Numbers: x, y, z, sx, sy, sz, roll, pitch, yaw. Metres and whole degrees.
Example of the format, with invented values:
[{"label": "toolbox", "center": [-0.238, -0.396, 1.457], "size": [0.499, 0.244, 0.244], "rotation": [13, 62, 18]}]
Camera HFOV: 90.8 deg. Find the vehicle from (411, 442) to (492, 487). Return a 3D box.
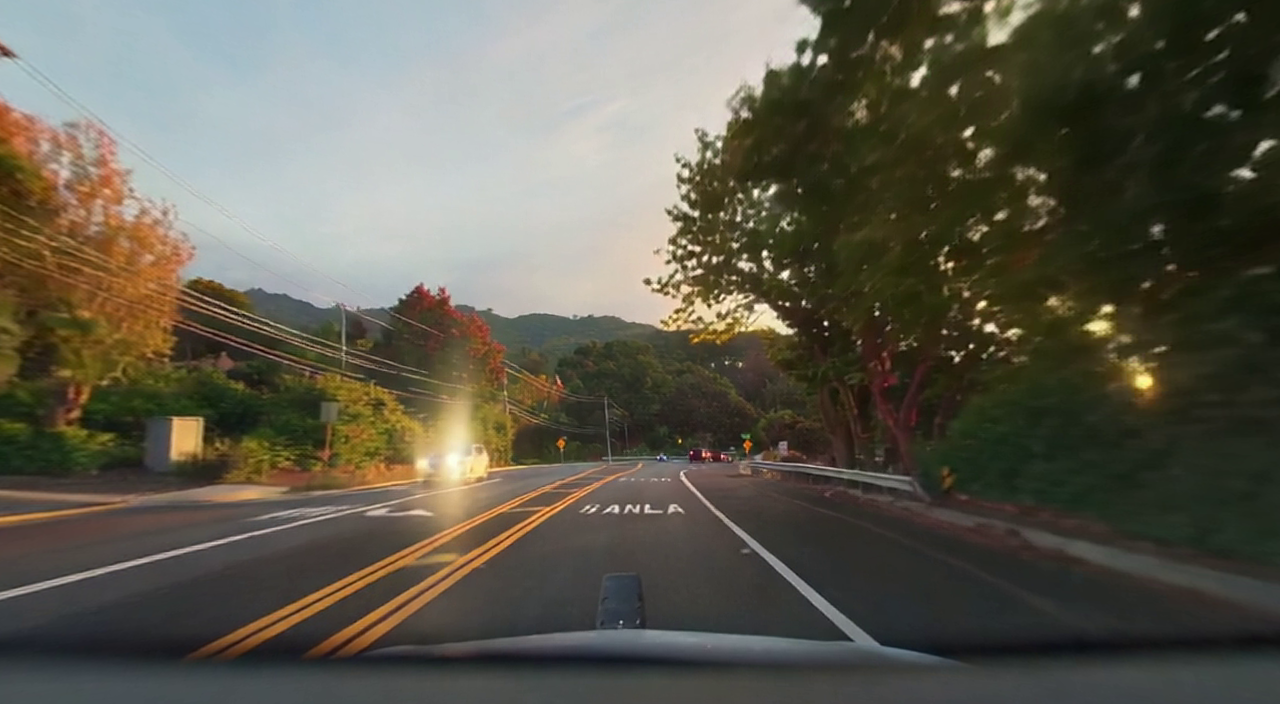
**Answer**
[{"label": "vehicle", "center": [-7.666, 4.593, 26.206], "size": [2.056, 1.677, 4.282], "rotation": [0, -9, 0]}]
